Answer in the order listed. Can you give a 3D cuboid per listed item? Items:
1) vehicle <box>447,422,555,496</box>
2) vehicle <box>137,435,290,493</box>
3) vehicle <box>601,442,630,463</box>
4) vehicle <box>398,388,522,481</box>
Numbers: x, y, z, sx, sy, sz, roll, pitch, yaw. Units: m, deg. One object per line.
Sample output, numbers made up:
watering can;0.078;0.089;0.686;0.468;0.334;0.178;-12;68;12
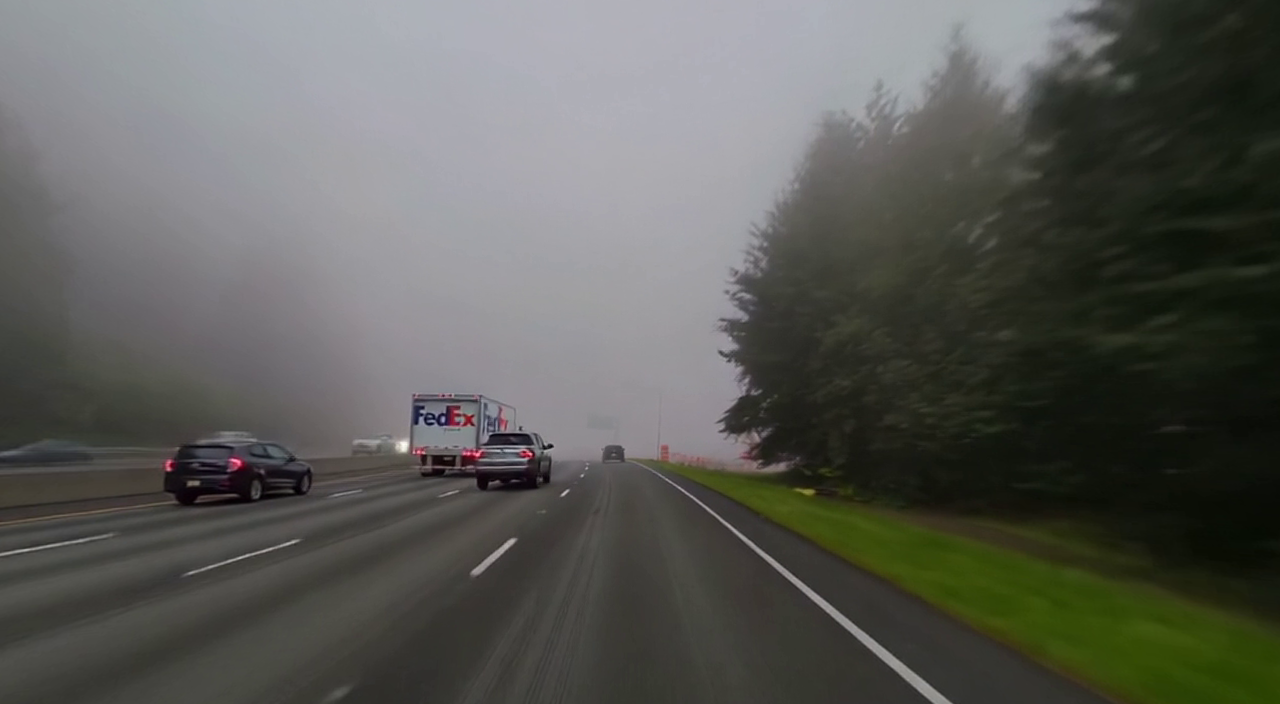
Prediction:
vehicle;-3.878;3.090;18.577;2.170;1.886;4.628;0;-8;-1
vehicle;-13.788;3.627;20.848;2.018;1.668;4.409;0;-8;-1
vehicle;-1.884;7.474;47.205;2.043;1.489;3.839;1;-9;-4
vehicle;-7.120;3.538;26.543;2.870;3.266;8.589;0;-8;-1
